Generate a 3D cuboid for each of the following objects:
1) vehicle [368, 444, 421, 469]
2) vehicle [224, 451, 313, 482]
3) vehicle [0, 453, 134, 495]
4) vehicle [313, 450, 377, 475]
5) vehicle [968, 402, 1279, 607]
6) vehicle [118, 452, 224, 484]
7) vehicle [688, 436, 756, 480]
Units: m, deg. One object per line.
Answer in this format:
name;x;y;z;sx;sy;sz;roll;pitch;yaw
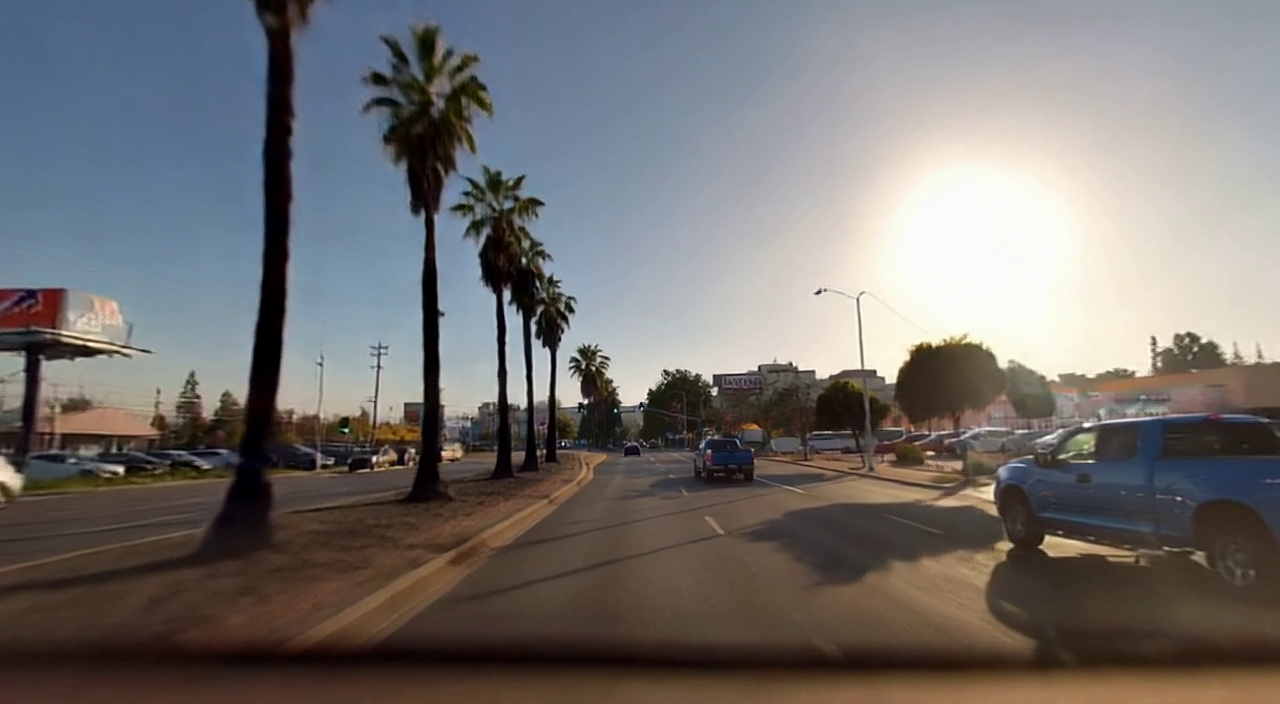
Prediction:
vehicle;-19.295;8.203;49.948;2.066;1.825;5.291;0;-8;0
vehicle;-19.470;6.002;33.385;1.900;1.481;4.684;0;-8;0
vehicle;-24.299;5.080;26.781;1.843;1.548;4.645;0;-9;-1
vehicle;-19.564;7.291;42.120;1.871;1.519;5.002;0;-8;0
vehicle;6.124;1.490;6.895;2.140;1.606;5.437;0;-8;0
vehicle;-24.429;6.028;33.182;1.899;1.499;4.911;0;-9;-1
vehicle;3.092;4.084;24.632;1.889;1.541;4.303;0;-8;-2
